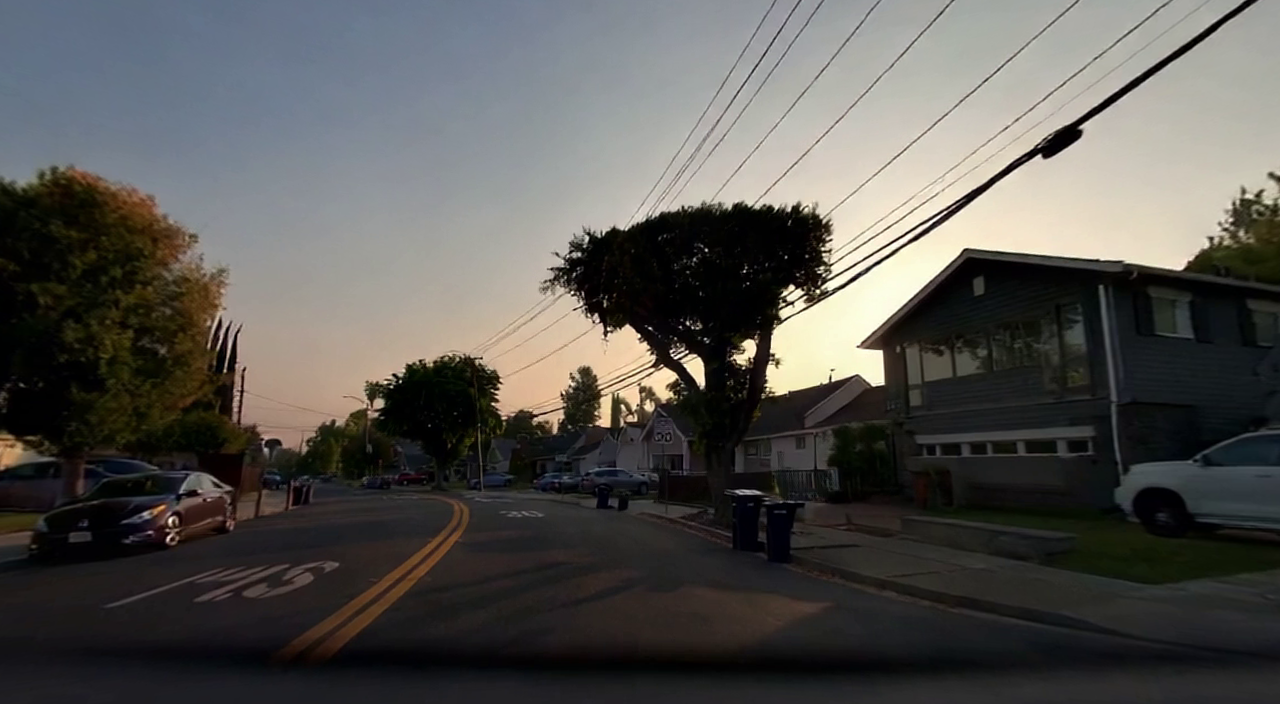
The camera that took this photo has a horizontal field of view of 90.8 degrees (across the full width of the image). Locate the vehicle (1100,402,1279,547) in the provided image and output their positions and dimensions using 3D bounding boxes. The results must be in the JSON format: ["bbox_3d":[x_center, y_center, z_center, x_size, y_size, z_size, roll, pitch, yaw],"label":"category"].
[{"bbox_3d":[10.117,1.785,9.232,2.332,2.000,5.721,0,-10,-2],"label":"vehicle"}]

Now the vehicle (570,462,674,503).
[{"bbox_3d":[-0.989,7.155,34.798,5.229,1.790,2.153,0,-11,-23],"label":"vehicle"}]

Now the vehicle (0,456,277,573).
[{"bbox_3d":[-8.337,2.621,11.031,1.994,1.515,4.385,2,-9,-10],"label":"vehicle"}]
